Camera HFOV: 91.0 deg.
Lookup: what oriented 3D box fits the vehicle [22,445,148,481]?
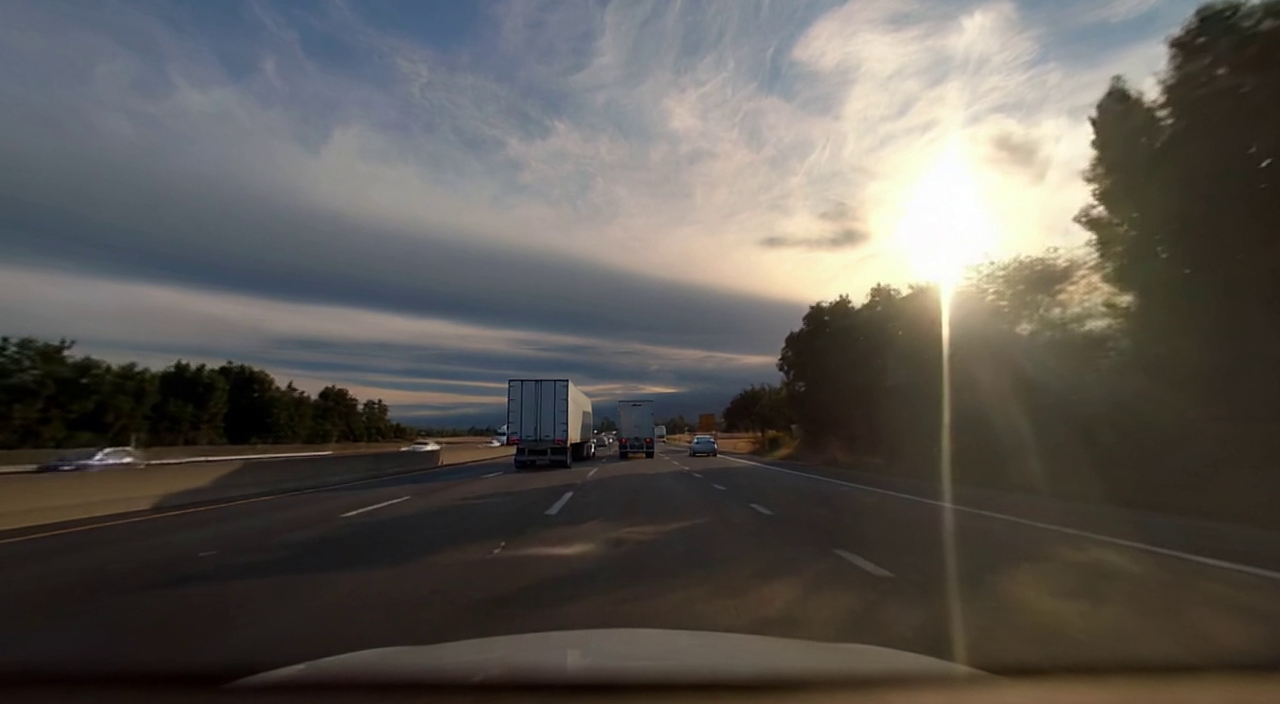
[{"bbox_3d":[-25.824,5.156,29.554,1.865,1.513,4.480,0,-8,-1],"label":"vehicle"}]

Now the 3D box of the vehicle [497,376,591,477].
[{"bbox_3d":[-3.528,3.021,24.904,2.728,3.405,7.096,0,-8,-1],"label":"vehicle"}]

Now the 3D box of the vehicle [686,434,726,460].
[{"bbox_3d":[3.933,5.672,37.815,1.891,1.477,3.599,0,-8,-2],"label":"vehicle"}]
